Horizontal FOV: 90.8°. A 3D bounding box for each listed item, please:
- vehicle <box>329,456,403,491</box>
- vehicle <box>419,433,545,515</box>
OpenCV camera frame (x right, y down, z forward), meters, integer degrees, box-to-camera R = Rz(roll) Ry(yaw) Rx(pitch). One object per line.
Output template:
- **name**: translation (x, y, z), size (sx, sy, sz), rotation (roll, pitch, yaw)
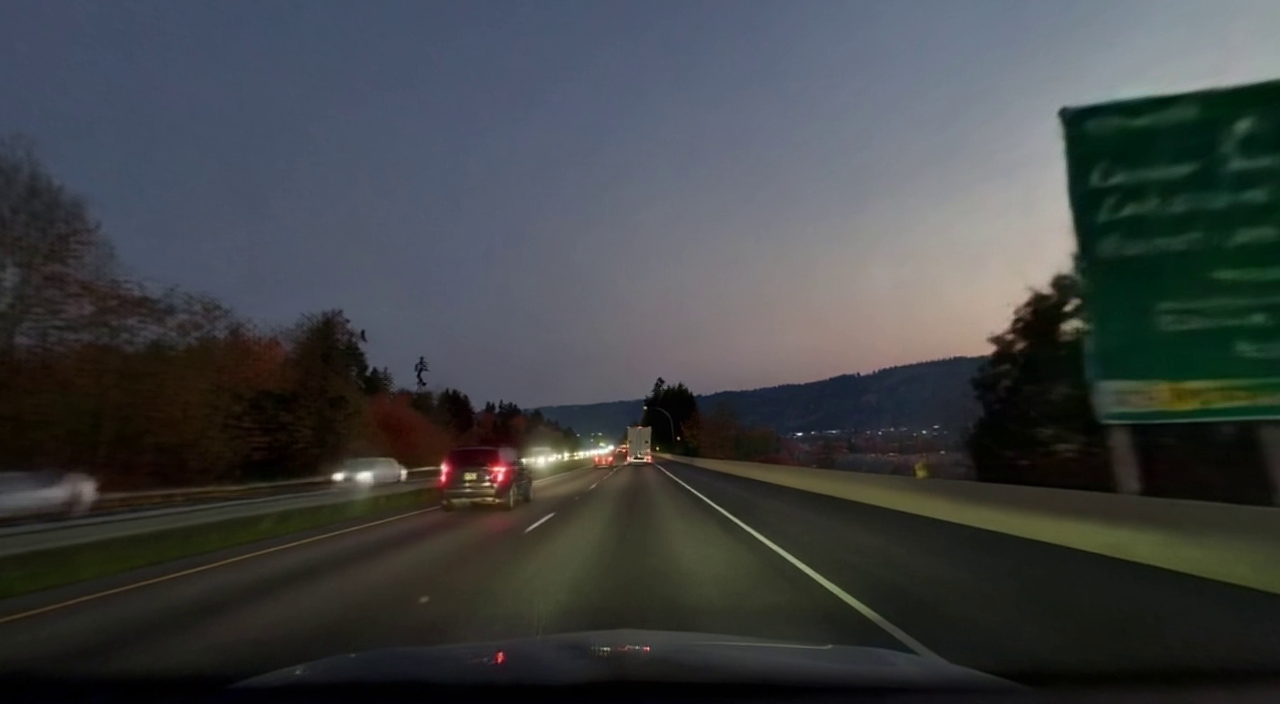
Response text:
- **vehicle**: translation (-12.731, 5.637, 29.574), size (1.794, 1.503, 3.666), rotation (0, -9, 0)
- **vehicle**: translation (-3.925, 3.140, 16.676), size (2.079, 1.845, 4.654), rotation (0, -9, 1)
